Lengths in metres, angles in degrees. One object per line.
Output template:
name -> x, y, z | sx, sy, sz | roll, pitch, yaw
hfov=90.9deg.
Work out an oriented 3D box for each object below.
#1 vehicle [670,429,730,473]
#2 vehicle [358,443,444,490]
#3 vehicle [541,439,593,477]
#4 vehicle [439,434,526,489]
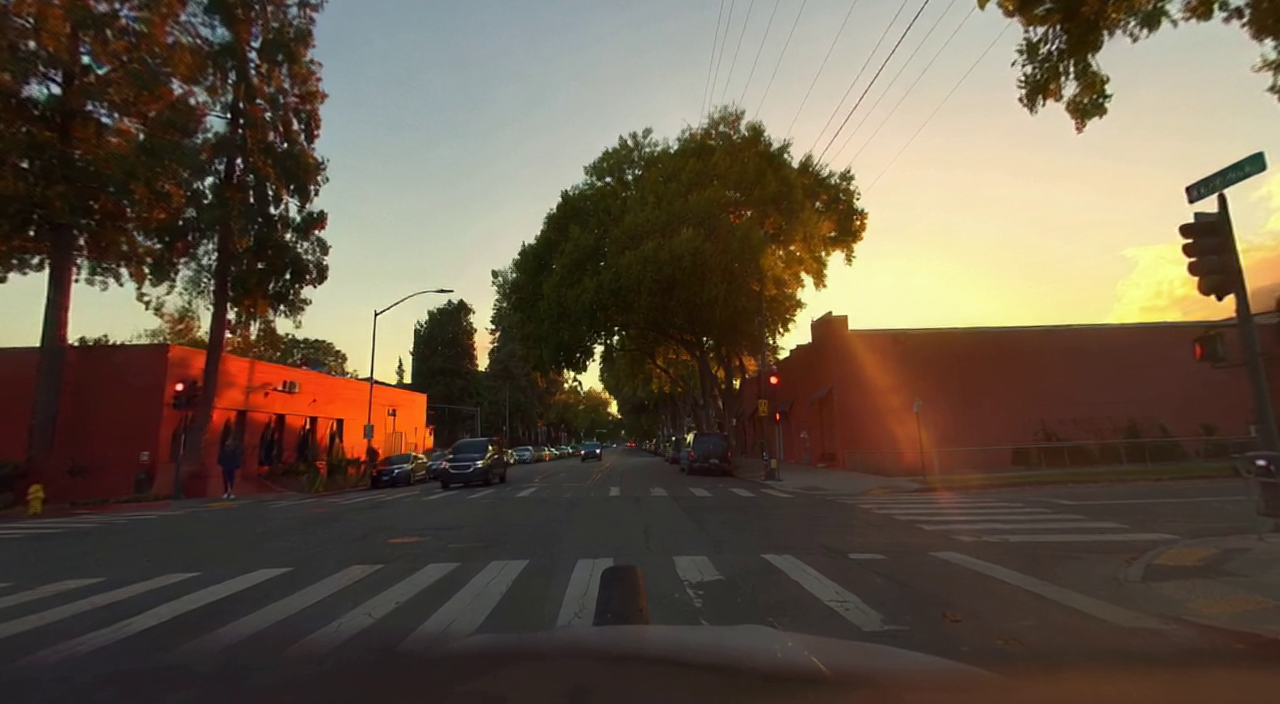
vehicle -> 3.101, 5.308, 34.032 | 2.557, 2.188, 5.164 | 1, -8, -2
vehicle -> -9.912, 4.748, 26.582 | 2.216, 1.804, 4.526 | 1, -8, -6
vehicle -> -3.268, 4.850, 29.128 | 2.033, 1.596, 4.142 | 0, -8, -2
vehicle -> -5.908, 4.140, 24.324 | 2.242, 1.887, 4.924 | 0, -8, -2
